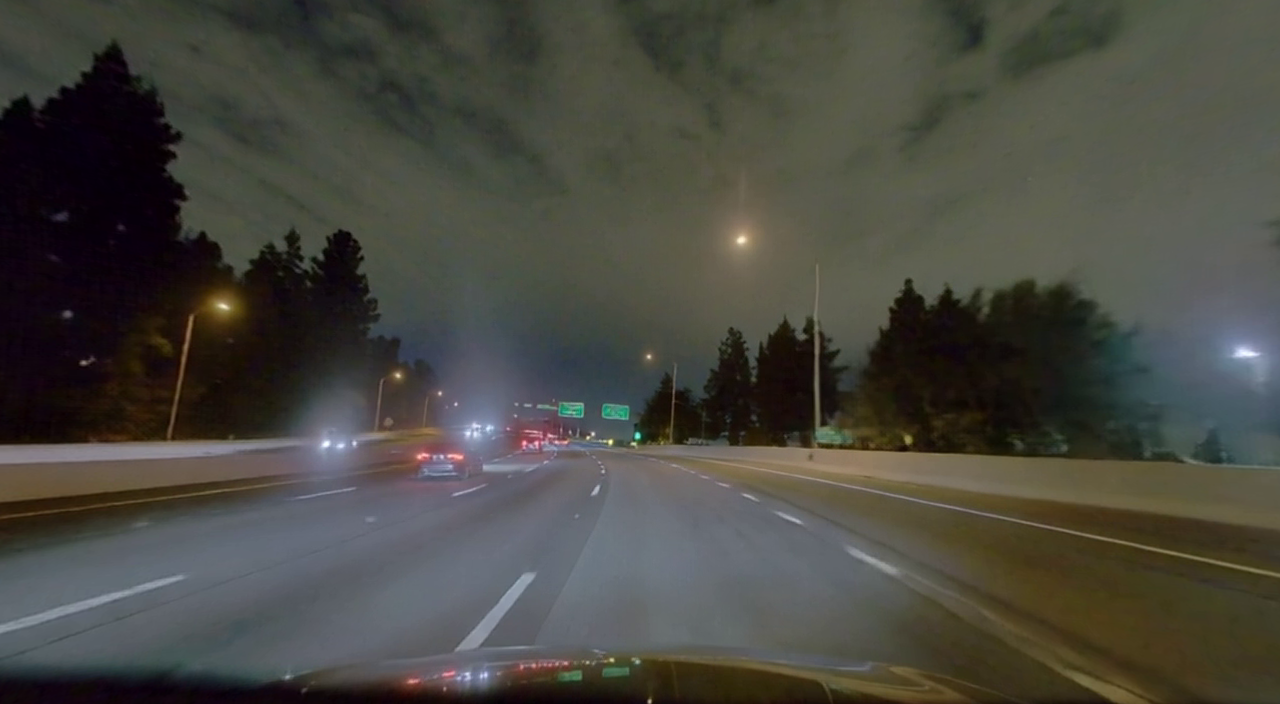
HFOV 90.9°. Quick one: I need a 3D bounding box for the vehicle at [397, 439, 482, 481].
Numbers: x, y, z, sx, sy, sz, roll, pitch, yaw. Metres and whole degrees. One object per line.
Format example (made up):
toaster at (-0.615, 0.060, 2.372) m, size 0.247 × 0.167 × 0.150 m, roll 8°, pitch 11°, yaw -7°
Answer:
vehicle at (-7.719, 4.179, 24.767) m, size 2.025 × 1.494 × 4.495 m, roll 0°, pitch -8°, yaw -2°
